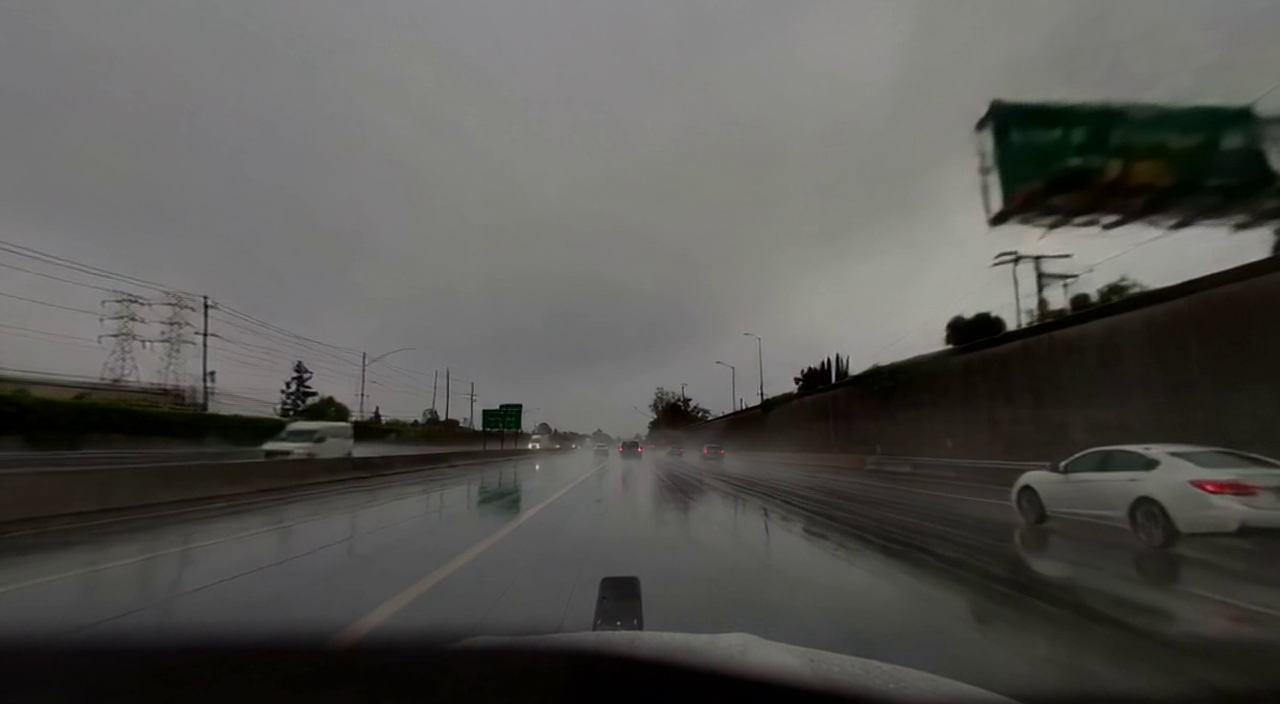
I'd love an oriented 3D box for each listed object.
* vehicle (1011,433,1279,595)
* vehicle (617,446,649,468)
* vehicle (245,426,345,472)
[{"bbox_3d":[6.697,1.739,7.587,1.876,1.451,4.154,0,-8,-1],"label":"vehicle"},{"bbox_3d":[-0.517,7.333,44.343,2.109,1.489,4.027,0,-8,-1],"label":"vehicle"},{"bbox_3d":[-20.334,5.756,37.731,2.317,2.445,6.428,0,-8,0],"label":"vehicle"}]
